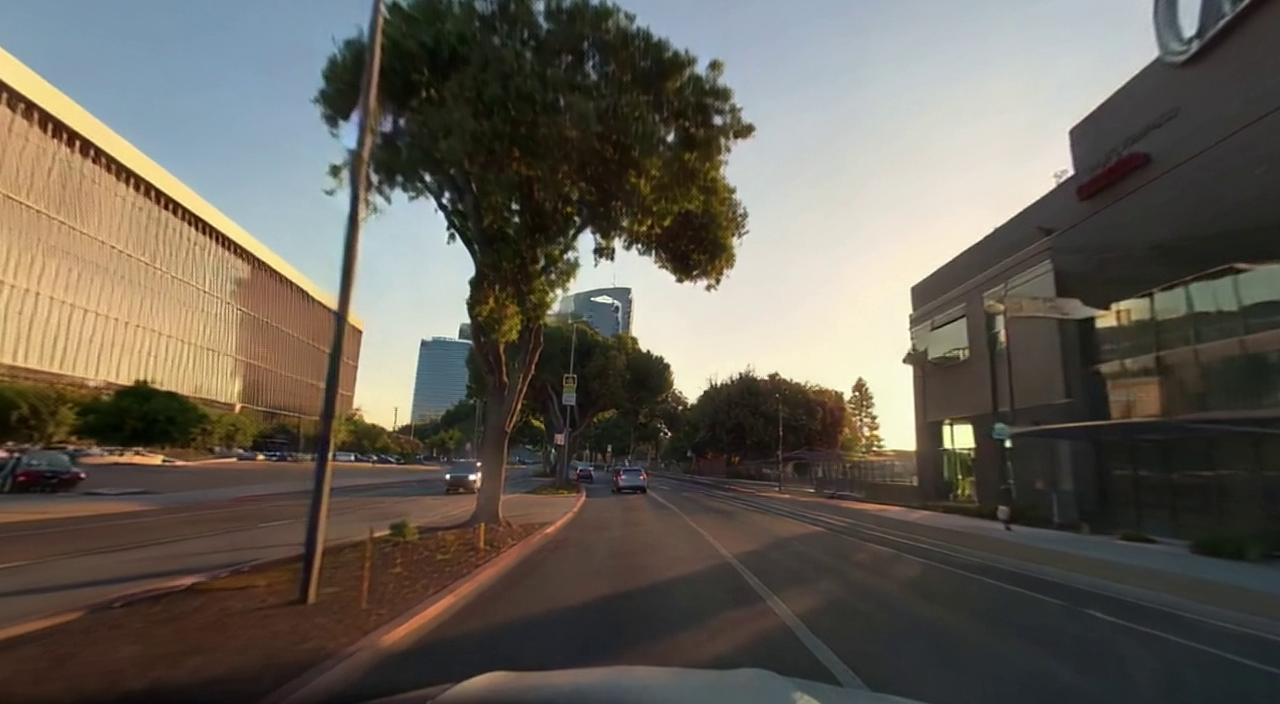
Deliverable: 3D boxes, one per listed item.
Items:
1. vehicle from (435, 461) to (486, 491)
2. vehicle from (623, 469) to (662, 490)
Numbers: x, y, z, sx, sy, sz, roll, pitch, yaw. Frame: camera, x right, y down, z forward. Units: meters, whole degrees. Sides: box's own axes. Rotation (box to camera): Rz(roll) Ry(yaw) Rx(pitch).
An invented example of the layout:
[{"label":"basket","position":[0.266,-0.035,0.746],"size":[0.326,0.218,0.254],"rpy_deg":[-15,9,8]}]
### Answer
[{"label":"vehicle","position":[-9.799,6.803,34.602],"size":[1.916,1.516,3.970],"rpy_deg":[2,-10,-5]},{"label":"vehicle","position":[0.114,7.609,37.526],"size":[1.775,1.186,2.933],"rpy_deg":[3,-10,-11]}]
